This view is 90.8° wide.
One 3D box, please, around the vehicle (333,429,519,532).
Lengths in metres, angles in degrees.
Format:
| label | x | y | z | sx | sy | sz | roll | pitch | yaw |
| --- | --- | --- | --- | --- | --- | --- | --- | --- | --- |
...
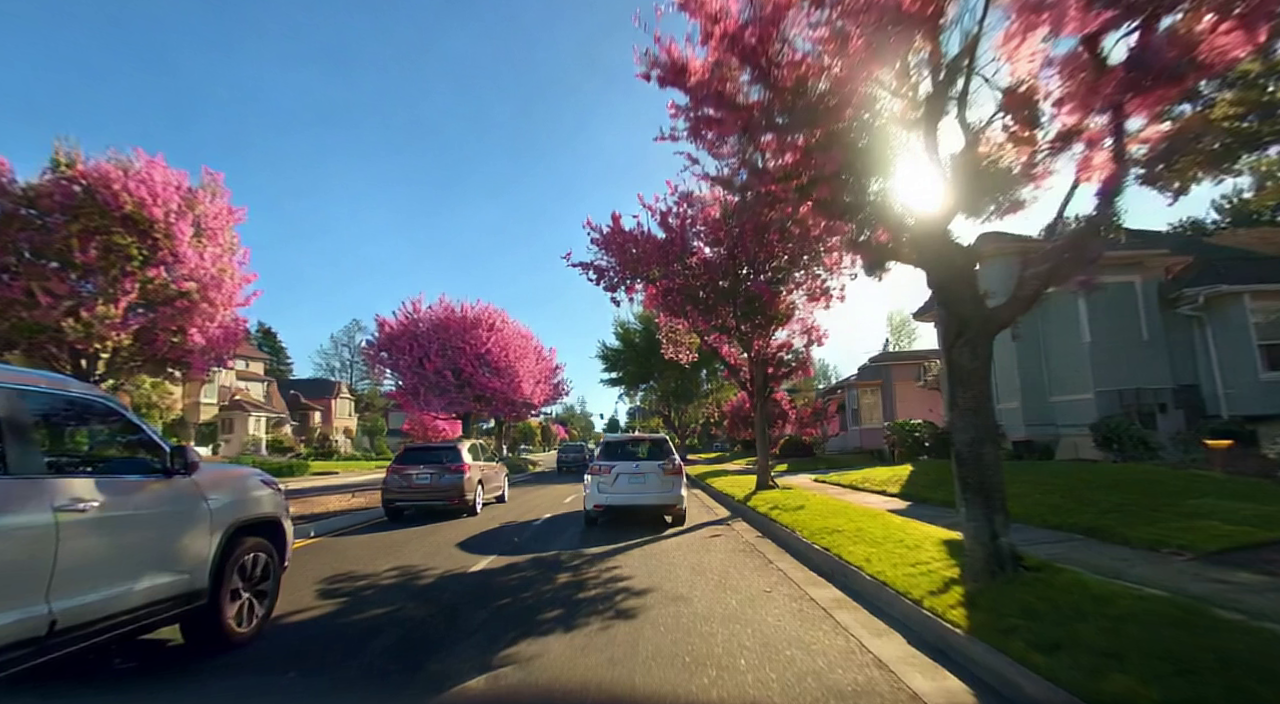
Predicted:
| label | x | y | z | sx | sy | sz | roll | pitch | yaw |
| --- | --- | --- | --- | --- | --- | --- | --- | --- | --- |
| vehicle | -3.671 | 2.265 | 11.731 | 2.066 | 1.565 | 3.905 | 0 | -8 | 0 |

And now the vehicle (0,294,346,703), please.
| label | x | y | z | sx | sy | sz | roll | pitch | yaw |
| --- | --- | --- | --- | --- | --- | --- | --- | --- | --- |
| vehicle | -3.584 | 0.821 | 2.965 | 2.161 | 1.919 | 4.798 | 0 | -8 | -1 |

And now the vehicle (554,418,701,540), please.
| label | x | y | z | sx | sy | sz | roll | pitch | yaw |
| --- | --- | --- | --- | --- | --- | --- | --- | --- | --- |
| vehicle | -0.202 | 2.015 | 10.590 | 1.997 | 1.636 | 3.760 | 0 | -8 | -1 |
